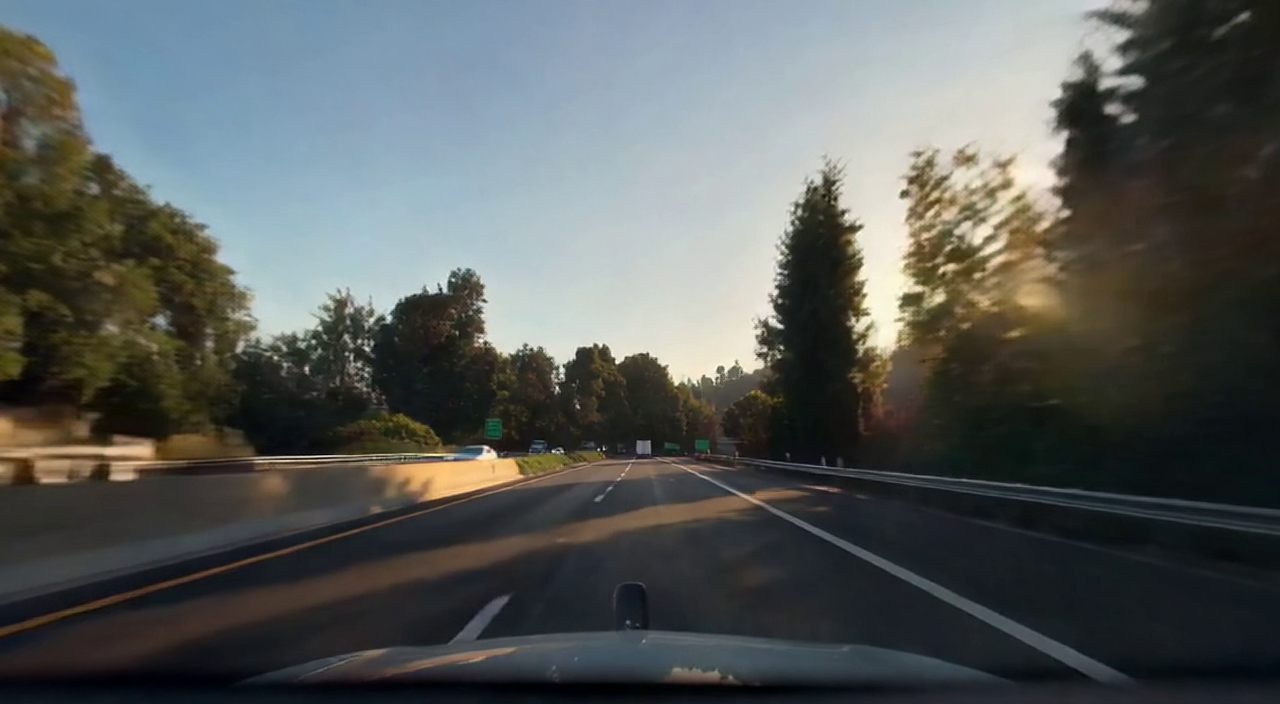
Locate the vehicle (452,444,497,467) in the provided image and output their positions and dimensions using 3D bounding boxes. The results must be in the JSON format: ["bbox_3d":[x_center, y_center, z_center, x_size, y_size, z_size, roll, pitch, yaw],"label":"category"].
[{"bbox_3d":[-11.391,7.138,43.627,1.907,1.454,4.302,0,-9,1],"label":"vehicle"}]
